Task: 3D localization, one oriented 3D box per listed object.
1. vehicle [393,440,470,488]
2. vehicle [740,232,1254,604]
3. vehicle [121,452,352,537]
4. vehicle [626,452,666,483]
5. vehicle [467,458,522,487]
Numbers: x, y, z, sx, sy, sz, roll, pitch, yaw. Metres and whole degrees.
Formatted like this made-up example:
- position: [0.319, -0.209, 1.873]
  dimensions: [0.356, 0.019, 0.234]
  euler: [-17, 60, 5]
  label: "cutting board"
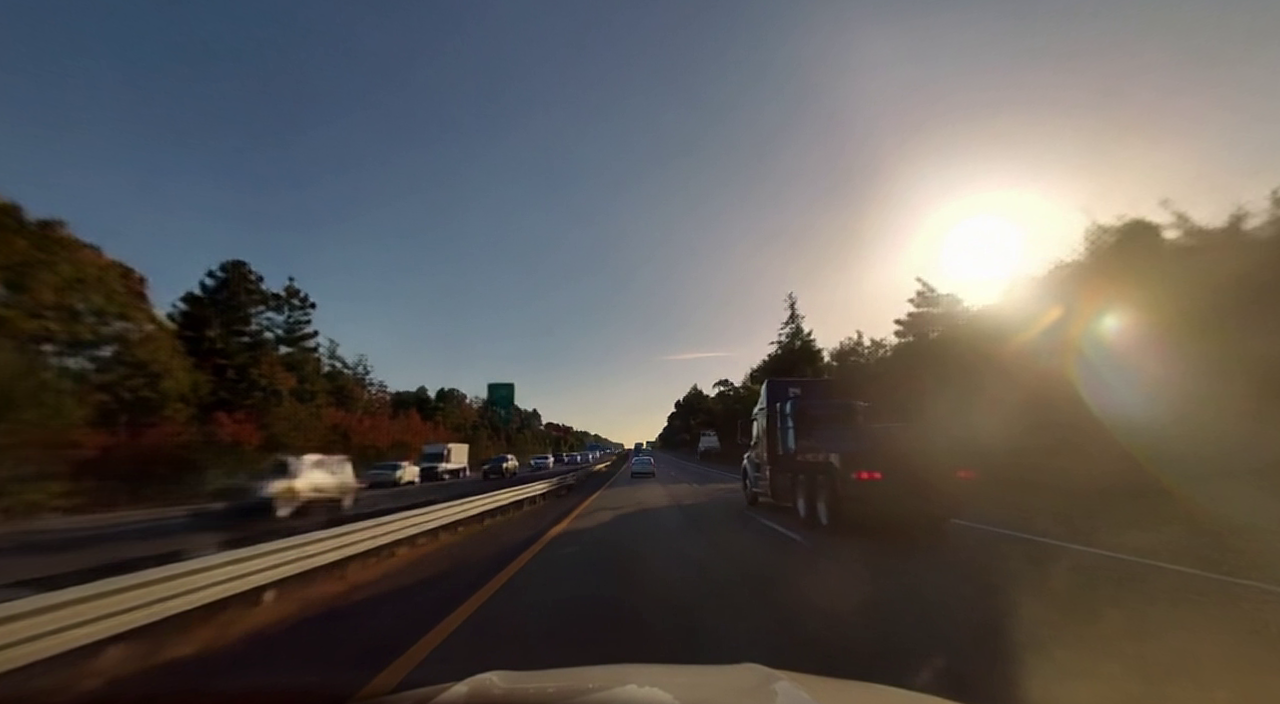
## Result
- position: [-12.918, 6.986, 39.612]
  dimensions: [2.623, 2.723, 6.160]
  euler: [0, -9, 0]
  label: "vehicle"
- position: [4.397, 1.513, 12.265]
  dimensions: [2.885, 3.679, 12.102]
  euler: [0, -9, 0]
  label: "vehicle"
- position: [-8.243, 2.898, 13.511]
  dimensions: [2.012, 1.487, 4.378]
  euler: [0, -9, 0]
  label: "vehicle"
- position: [0.289, 5.947, 32.733]
  dimensions: [1.939, 1.495, 3.612]
  euler: [0, -9, 0]
  label: "vehicle"
- position: [-7.900, 6.554, 34.565]
  dimensions: [1.965, 1.453, 4.364]
  euler: [0, -9, 0]
  label: "vehicle"
